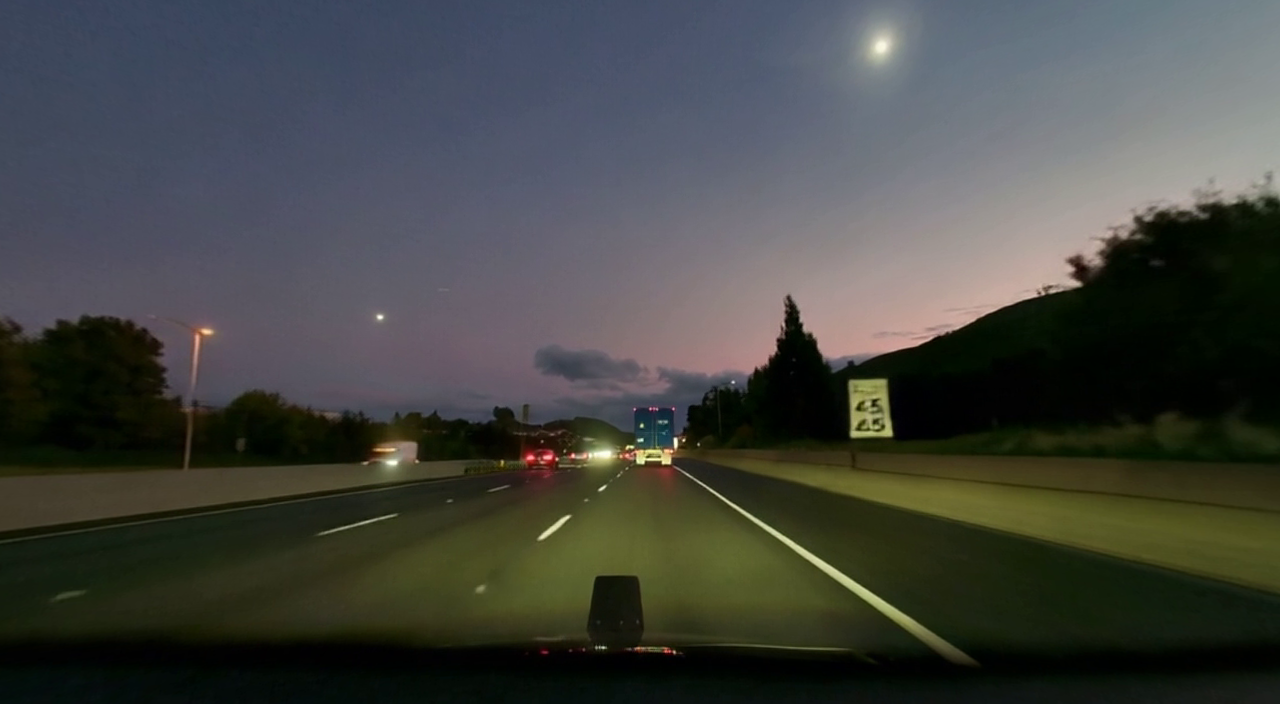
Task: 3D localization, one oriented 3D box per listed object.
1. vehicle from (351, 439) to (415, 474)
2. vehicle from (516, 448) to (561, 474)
[{"bbox_3d":[-19.889,8.112,49.102,2.292,2.558,5.893,0,-9,2],"label":"vehicle"},{"bbox_3d":[-6.428,6.946,40.399,2.017,1.517,4.766,0,-9,1],"label":"vehicle"}]
